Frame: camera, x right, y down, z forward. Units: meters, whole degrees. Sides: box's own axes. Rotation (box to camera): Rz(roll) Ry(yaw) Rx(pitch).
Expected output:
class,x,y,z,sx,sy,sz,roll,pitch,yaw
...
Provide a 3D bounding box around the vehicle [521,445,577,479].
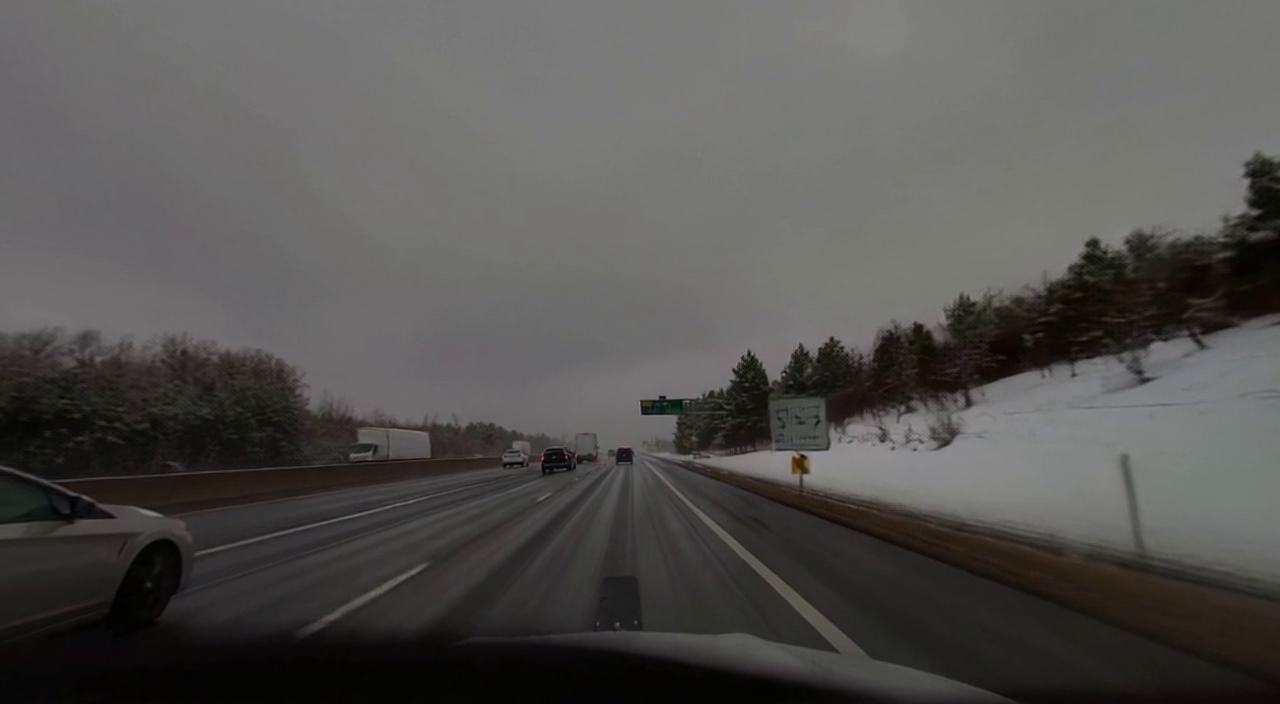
class,x,y,z,sx,sy,sz,roll,pitch,yaw
vehicle,-4.180,5.121,29.411,1.988,1.477,4.118,0,-9,0

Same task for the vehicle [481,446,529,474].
class,x,y,z,sx,sy,sz,roll,pitch,yaw
vehicle,-7.869,6.320,36.785,1.936,1.516,3.904,0,-9,0

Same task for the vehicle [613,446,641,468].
class,x,y,z,sx,sy,sz,roll,pitch,yaw
vehicle,-0.955,7.723,46.241,2.023,1.479,3.718,0,-9,-1

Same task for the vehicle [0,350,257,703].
class,x,y,z,sx,sy,sz,roll,pitch,yaw
vehicle,-4.066,0.838,2.613,2.074,1.779,4.588,0,-9,-1
